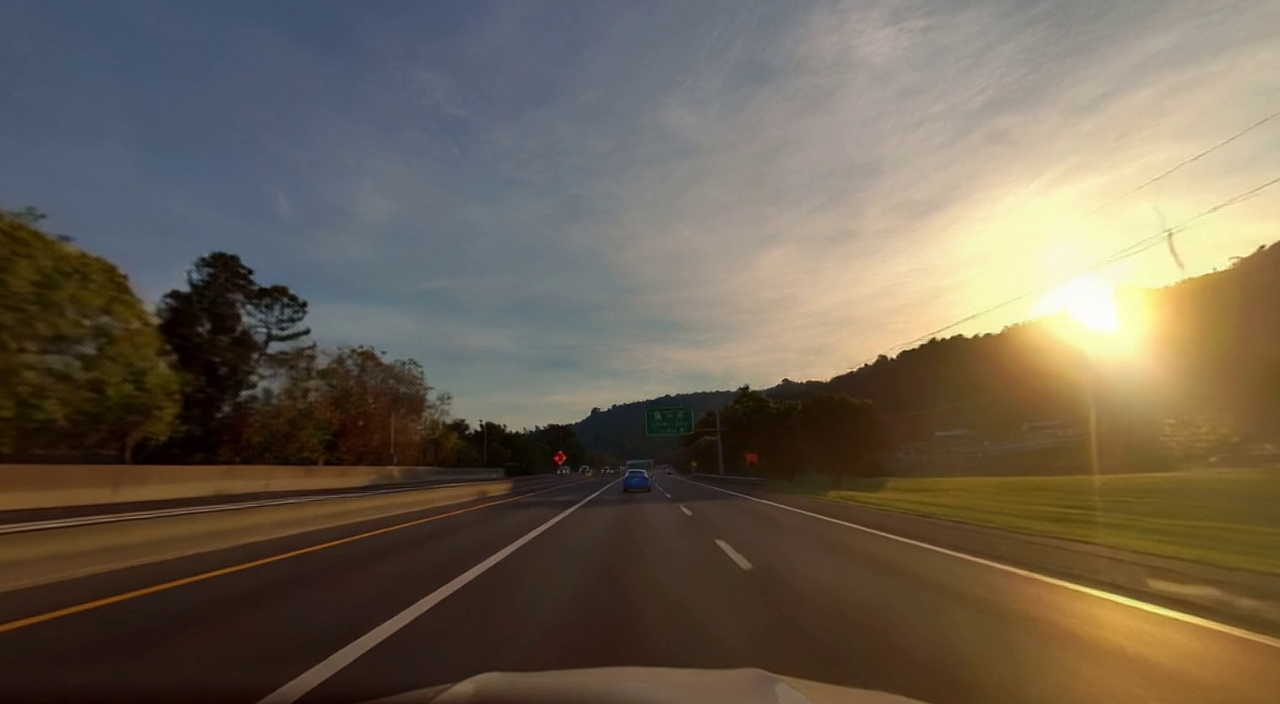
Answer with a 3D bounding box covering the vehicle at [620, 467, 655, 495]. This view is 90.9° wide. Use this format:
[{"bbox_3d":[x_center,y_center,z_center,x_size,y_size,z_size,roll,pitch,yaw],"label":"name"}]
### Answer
[{"bbox_3d":[-0.145,7.707,37.938,2.016,1.530,4.009,1,-11,0],"label":"vehicle"}]
